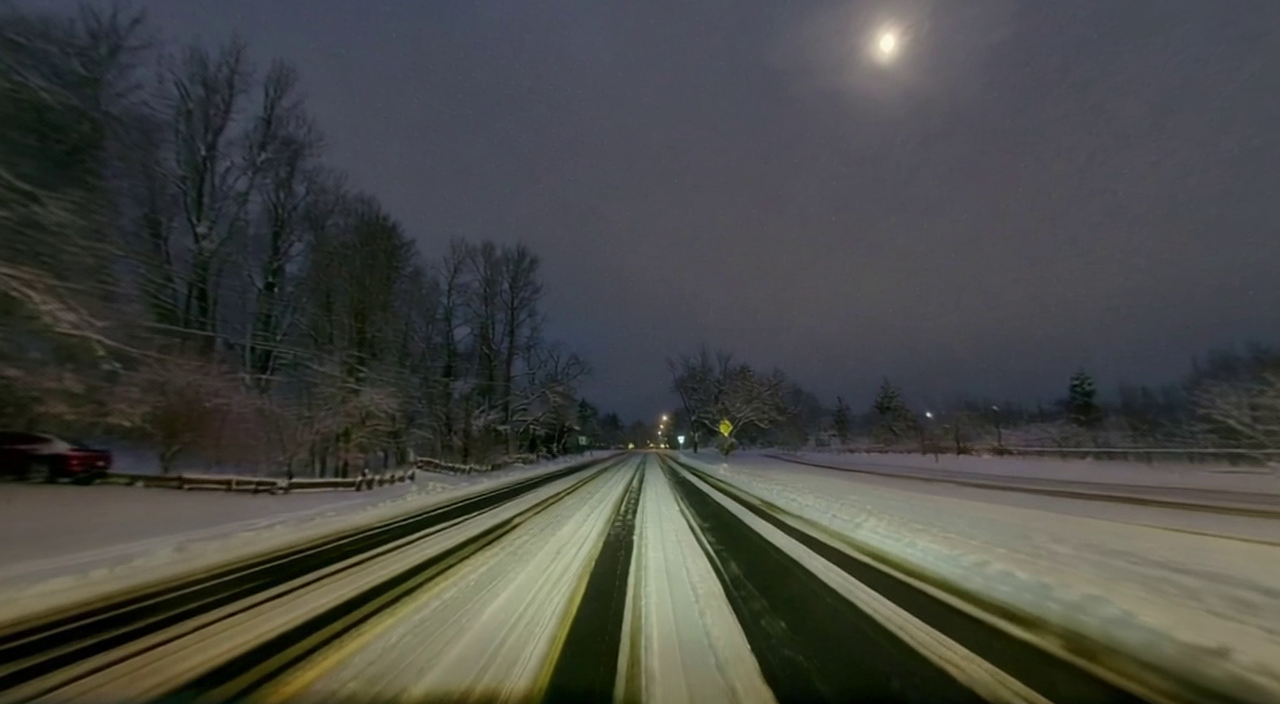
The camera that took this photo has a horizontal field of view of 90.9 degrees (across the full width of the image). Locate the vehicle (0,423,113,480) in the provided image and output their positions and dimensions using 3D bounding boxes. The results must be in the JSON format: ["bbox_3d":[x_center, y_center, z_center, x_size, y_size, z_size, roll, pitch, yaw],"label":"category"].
[{"bbox_3d":[-19.449,2.951,18.911,5.008,1.619,2.102,3,-9,-15],"label":"vehicle"}]
